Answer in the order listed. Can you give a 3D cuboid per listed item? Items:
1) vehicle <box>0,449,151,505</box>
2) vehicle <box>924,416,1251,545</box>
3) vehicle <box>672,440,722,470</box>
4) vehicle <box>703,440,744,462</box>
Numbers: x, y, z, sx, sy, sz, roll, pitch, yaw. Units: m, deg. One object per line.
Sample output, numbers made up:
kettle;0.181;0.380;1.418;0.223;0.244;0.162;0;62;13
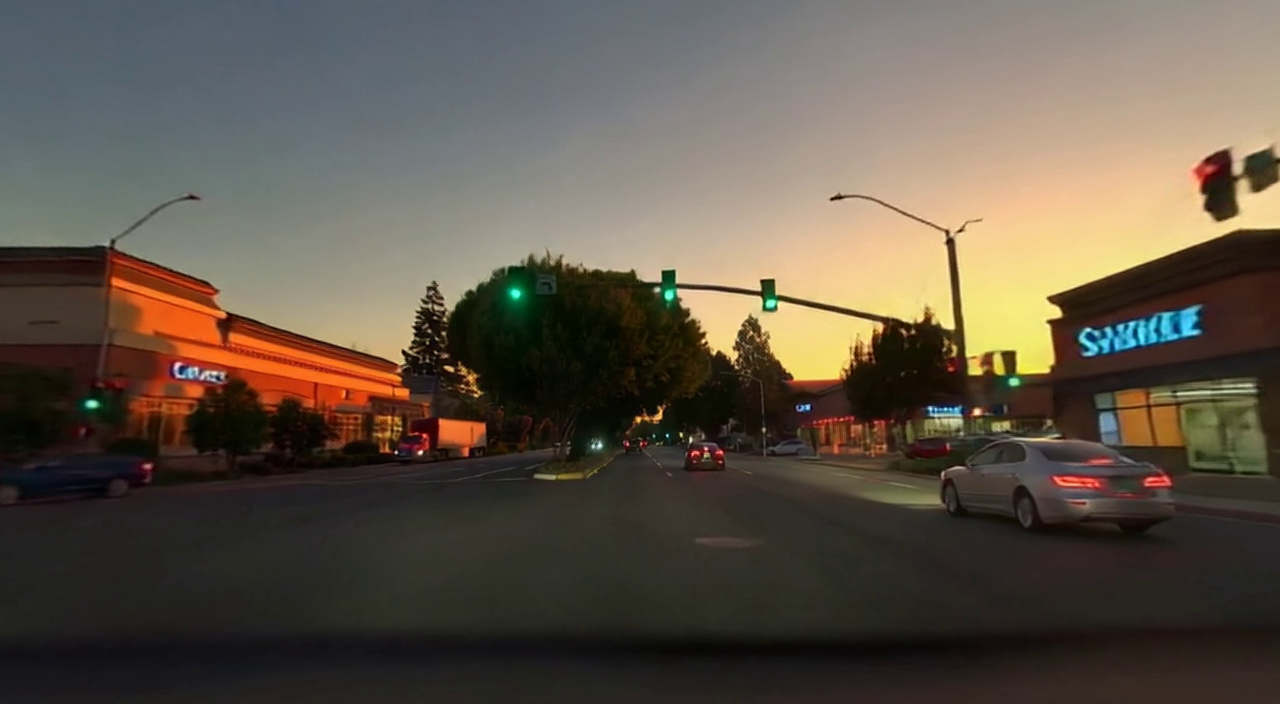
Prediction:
vehicle;-20.144;4.271;22.004;2.108;1.707;4.348;-6;-10;35
vehicle;6.867;2.007;10.564;2.002;1.651;4.647;0;-8;-1
vehicle;2.937;5.446;33.691;2.099;1.463;4.365;0;-8;-2
vehicle;5.866;7.034;44.975;2.150;1.485;4.919;0;-8;-2
